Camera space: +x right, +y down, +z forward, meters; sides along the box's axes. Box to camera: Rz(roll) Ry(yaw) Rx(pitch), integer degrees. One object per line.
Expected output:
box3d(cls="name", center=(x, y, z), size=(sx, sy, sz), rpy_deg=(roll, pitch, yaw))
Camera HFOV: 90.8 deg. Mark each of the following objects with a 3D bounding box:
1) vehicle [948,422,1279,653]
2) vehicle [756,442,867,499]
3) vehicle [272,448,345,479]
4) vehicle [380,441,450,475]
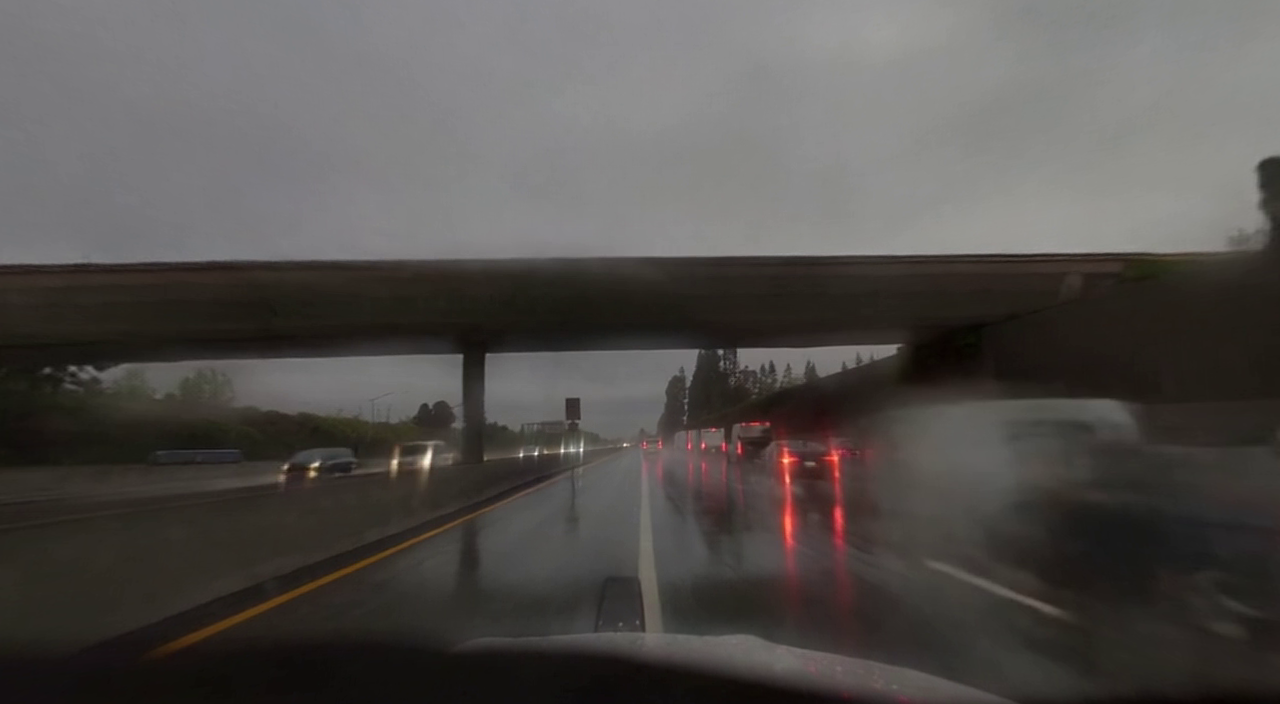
box3d(cls="vehicle", center=(5.129, 1.465, 5.866), size=(1.959, 1.483, 5.135), rpy_deg=(0, -8, 0))
box3d(cls="vehicle", center=(4.882, 3.414, 18.676), size=(1.987, 1.448, 4.356), rpy_deg=(0, -8, -1))
box3d(cls="vehicle", center=(-19.667, 6.603, 37.738), size=(1.910, 1.711, 4.436), rpy_deg=(0, -8, 1))
box3d(cls="vehicle", center=(-11.903, 5.630, 33.751), size=(2.048, 1.690, 4.515), rpy_deg=(0, -8, 1))
